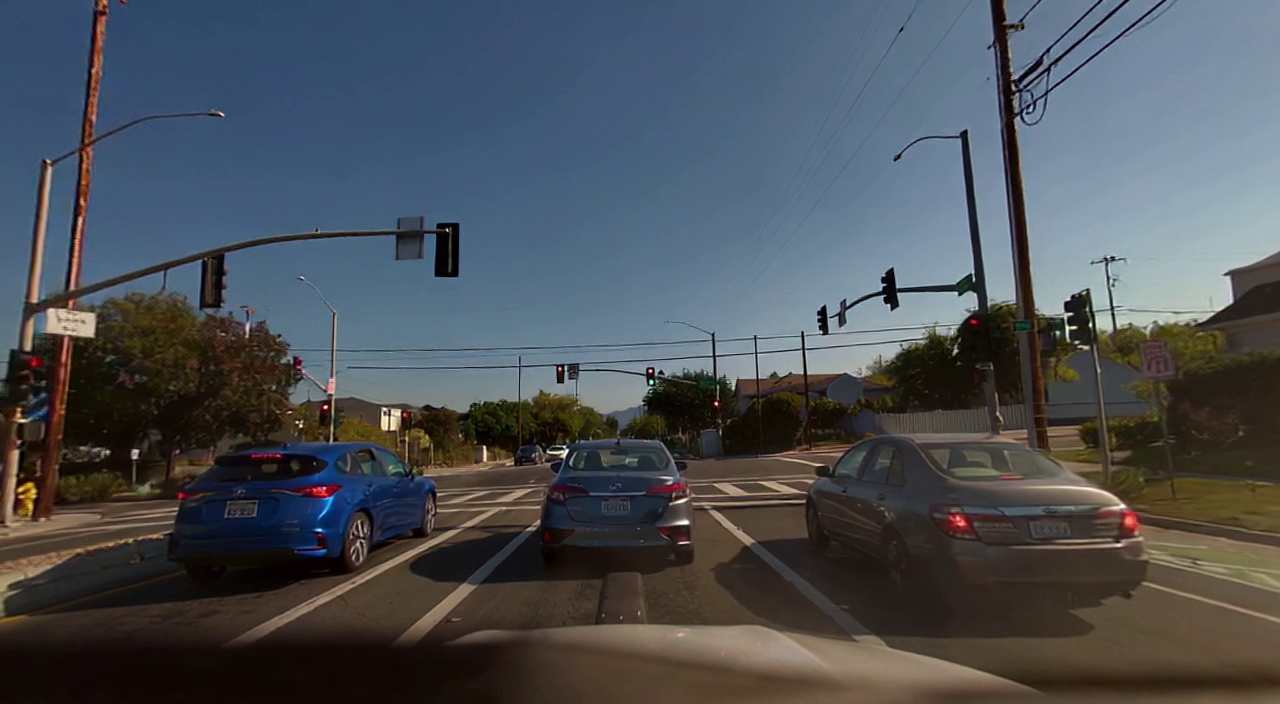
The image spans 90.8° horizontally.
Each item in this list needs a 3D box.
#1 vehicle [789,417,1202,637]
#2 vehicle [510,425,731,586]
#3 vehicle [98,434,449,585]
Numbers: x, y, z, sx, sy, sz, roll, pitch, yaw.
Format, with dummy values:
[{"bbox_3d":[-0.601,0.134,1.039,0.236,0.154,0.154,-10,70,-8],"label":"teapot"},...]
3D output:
[{"bbox_3d":[2.908,1.483,6.279,1.860,1.494,3.707,0,-8,-1],"label":"vehicle"},{"bbox_3d":[-0.216,1.752,8.082,2.061,1.485,4.196,0,-8,-1],"label":"vehicle"},{"bbox_3d":[-4.354,1.907,8.573,2.106,1.492,4.312,0,-8,1],"label":"vehicle"}]
